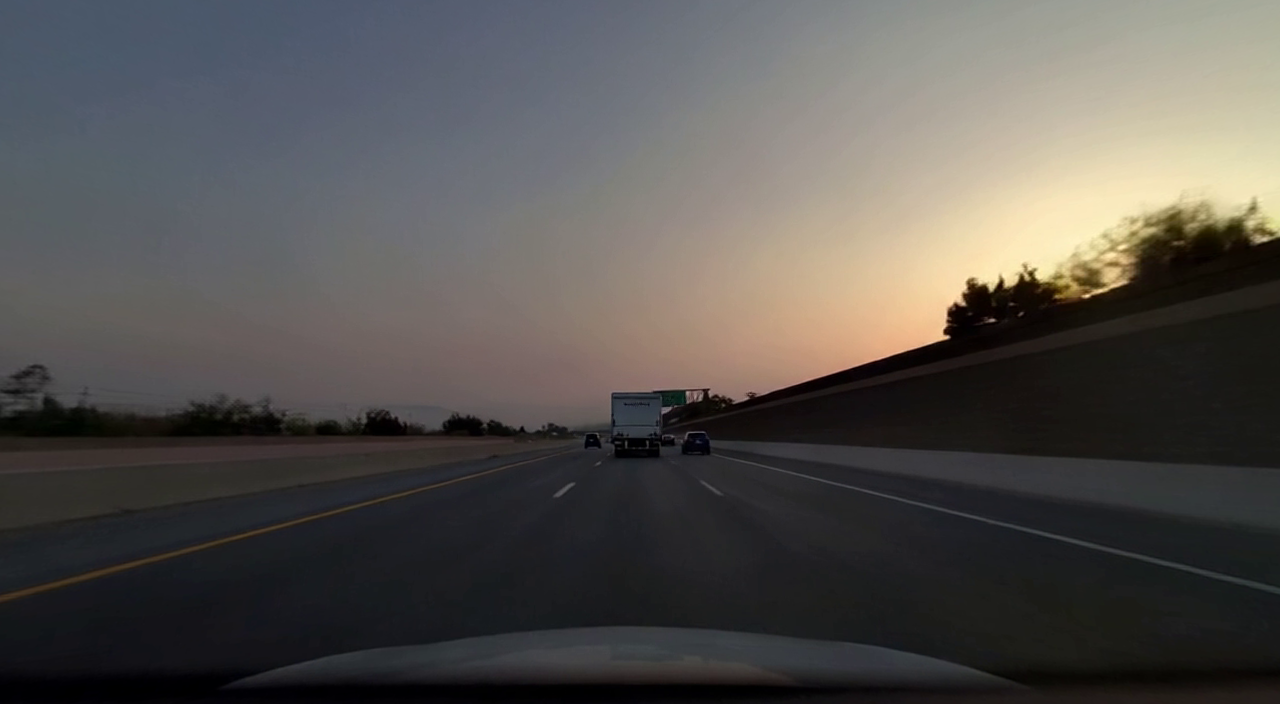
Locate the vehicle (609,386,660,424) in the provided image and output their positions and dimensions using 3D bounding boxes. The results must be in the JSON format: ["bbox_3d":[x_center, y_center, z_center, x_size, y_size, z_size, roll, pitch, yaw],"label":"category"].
[{"bbox_3d":[-0.234,2.421,28.121,2.112,1.472,4.240,0,-8,0],"label":"vehicle"}]

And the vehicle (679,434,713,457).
[{"bbox_3d":[3.795,6.418,43.210,1.910,1.492,4.324,0,-8,-1],"label":"vehicle"}]

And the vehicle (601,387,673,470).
[{"bbox_3d":[-0.318,4.007,32.673,2.953,3.406,13.372,0,-7,-2],"label":"vehicle"}]
